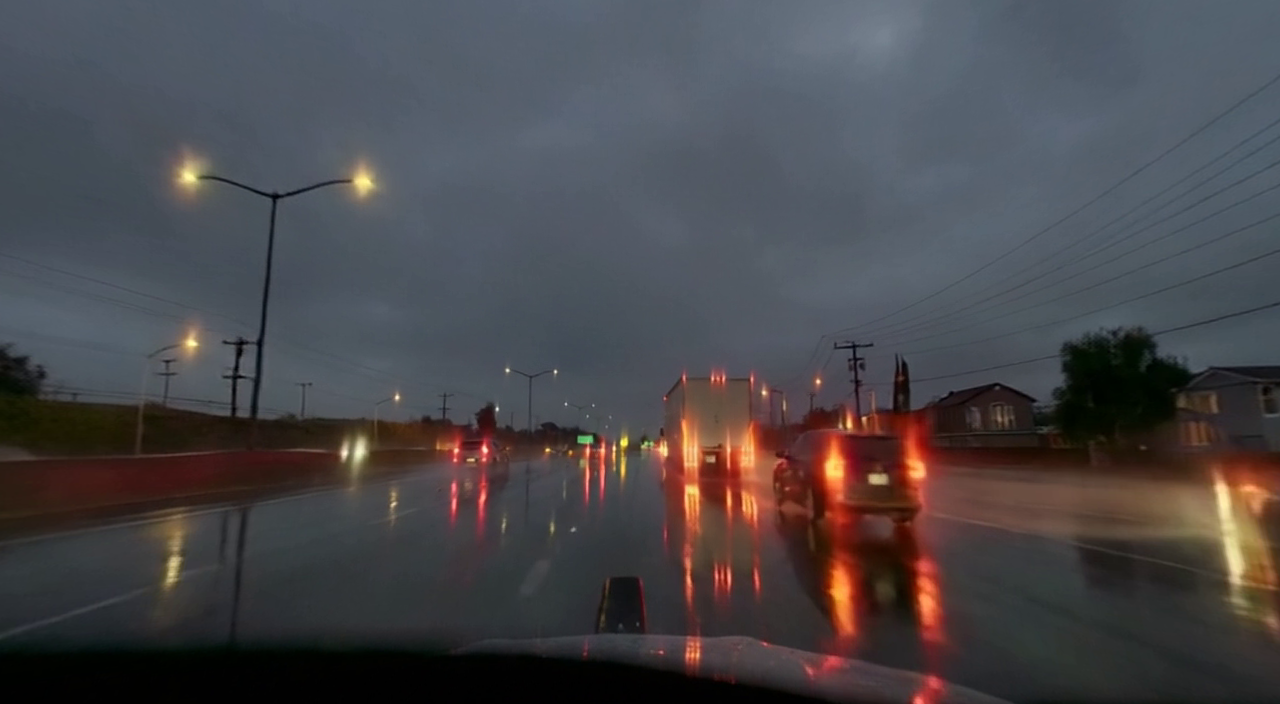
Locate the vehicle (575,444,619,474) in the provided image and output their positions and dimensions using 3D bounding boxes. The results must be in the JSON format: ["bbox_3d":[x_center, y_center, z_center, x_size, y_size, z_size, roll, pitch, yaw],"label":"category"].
[{"bbox_3d":[-2.264,5.784,34.197,2.060,1.508,4.308,0,-8,0],"label":"vehicle"}]

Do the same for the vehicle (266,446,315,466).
[{"bbox_3d":[-26.573,7.915,47.995,1.613,1.449,3.631,1,-9,0],"label":"vehicle"}]

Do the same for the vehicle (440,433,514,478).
[{"bbox_3d":[-7.217,4.638,28.491,2.147,1.825,4.602,0,-9,-1],"label":"vehicle"}]

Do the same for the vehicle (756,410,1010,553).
[{"bbox_3d":[3.519,1.997,10.403,2.182,1.782,4.800,0,-9,-1],"label":"vehicle"}]

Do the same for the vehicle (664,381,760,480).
[{"bbox_3d":[3.106,4.006,31.143,3.045,3.923,11.834,0,-9,-1],"label":"vehicle"}]
